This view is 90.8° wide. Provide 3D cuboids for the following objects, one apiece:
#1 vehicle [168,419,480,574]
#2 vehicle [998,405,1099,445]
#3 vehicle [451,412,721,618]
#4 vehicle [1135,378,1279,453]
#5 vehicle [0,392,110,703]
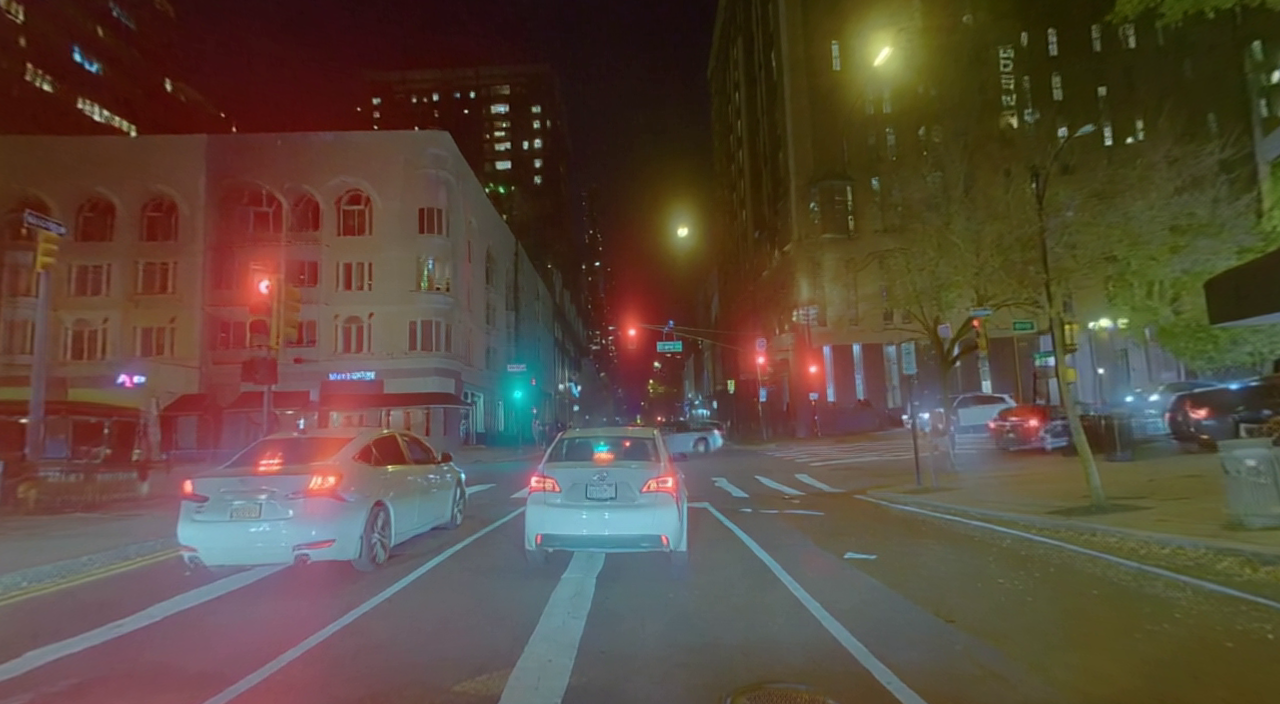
[{"bbox_3d":[-3.688,1.753,8.472,1.934,1.522,4.287,0,-8,0],"label":"vehicle"},{"bbox_3d":[18.390,3.331,28.430,4.392,1.667,1.958,5,-10,-31],"label":"vehicle"},{"bbox_3d":[-0.416,1.502,6.723,1.999,1.520,3.896,0,-8,-1],"label":"vehicle"},{"bbox_3d":[21.623,2.356,22.873,5.863,2.493,2.354,2,-9,-12],"label":"vehicle"},{"bbox_3d":[-3.919,0.703,1.175,1.995,1.524,4.438,0,-8,0],"label":"vehicle"}]
